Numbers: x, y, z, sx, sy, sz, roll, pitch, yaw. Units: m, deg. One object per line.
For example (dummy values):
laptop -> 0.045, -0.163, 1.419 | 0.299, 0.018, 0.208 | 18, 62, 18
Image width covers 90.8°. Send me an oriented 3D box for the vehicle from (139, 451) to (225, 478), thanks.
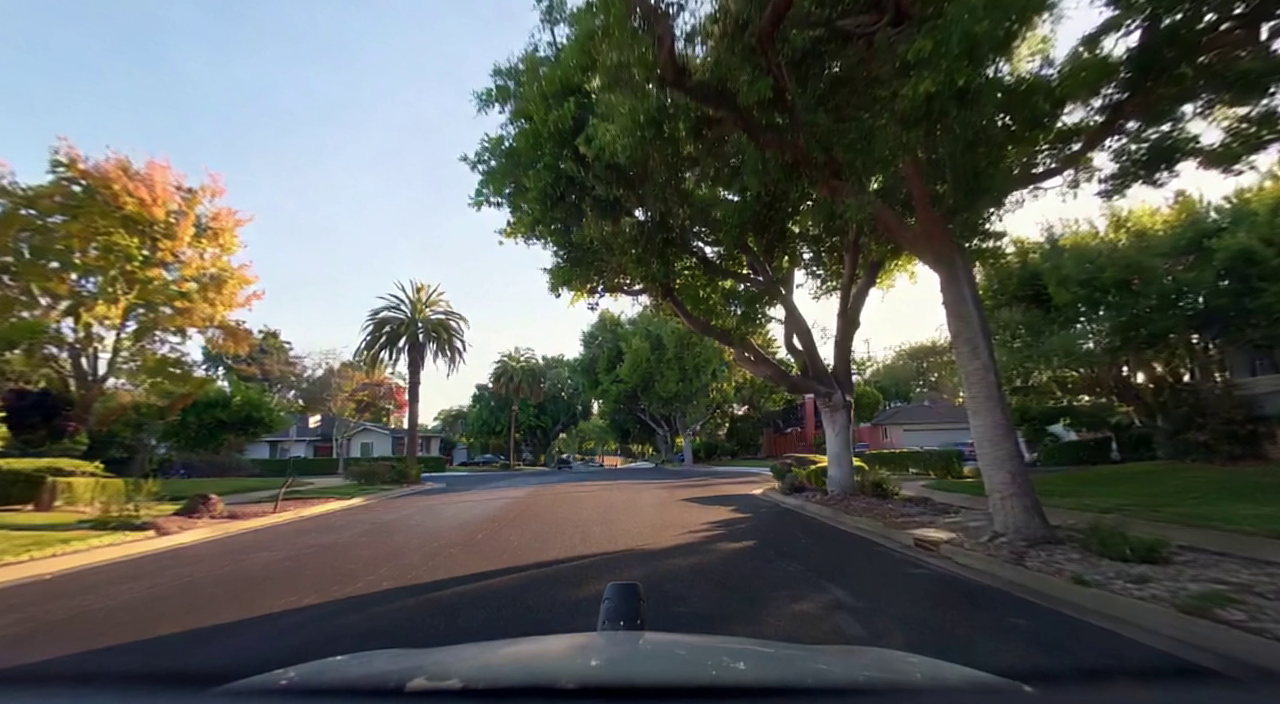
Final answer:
vehicle -> -30.189, 7.477, 41.764 | 4.023, 1.692, 2.024 | 0, -11, -2
